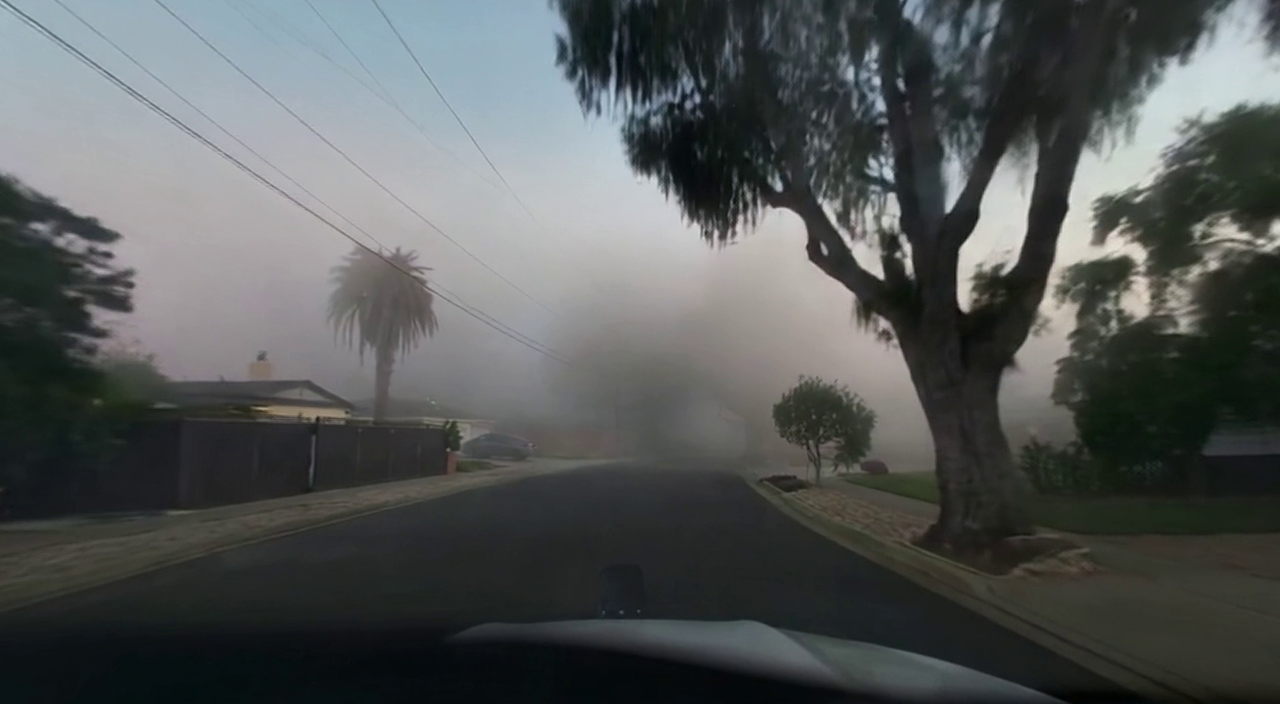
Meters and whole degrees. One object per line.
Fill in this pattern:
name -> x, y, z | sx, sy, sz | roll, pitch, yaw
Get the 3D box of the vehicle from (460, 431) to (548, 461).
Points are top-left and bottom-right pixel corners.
vehicle -> -9.293, 6.433, 43.426 | 5.497, 1.983, 2.191 | -1, -8, 6
